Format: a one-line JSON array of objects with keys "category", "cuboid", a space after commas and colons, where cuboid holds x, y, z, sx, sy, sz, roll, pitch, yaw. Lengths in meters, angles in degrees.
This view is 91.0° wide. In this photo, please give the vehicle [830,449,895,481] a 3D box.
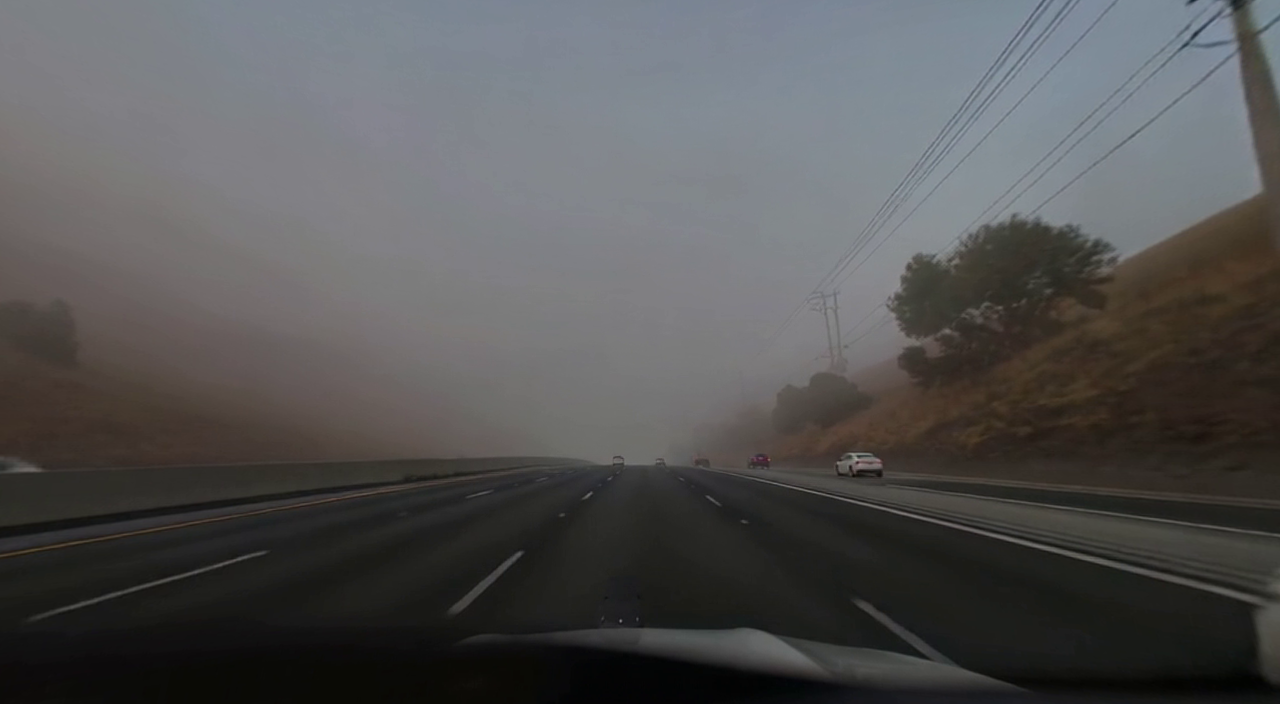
[{"category": "vehicle", "cuboid": [11.488, 5.826, 32.743, 1.884, 1.486, 3.770, 0, -9, -2]}]
